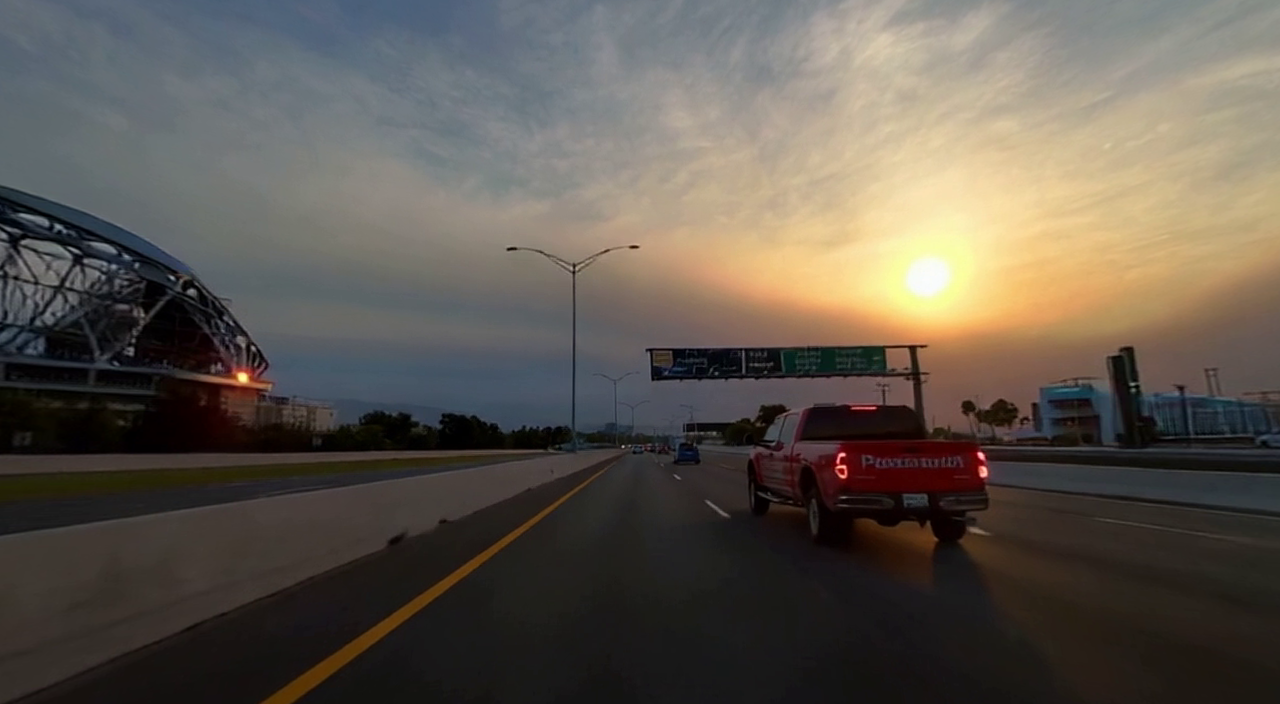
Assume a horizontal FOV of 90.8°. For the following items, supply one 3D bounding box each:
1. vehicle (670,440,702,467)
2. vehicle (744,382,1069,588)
[{"bbox_3d":[3.243,7.295,45.519,1.973,1.774,4.092,0,-9,-1],"label":"vehicle"},{"bbox_3d":[3.018,1.660,8.720,2.199,2.002,4.970,0,-9,-1],"label":"vehicle"}]
